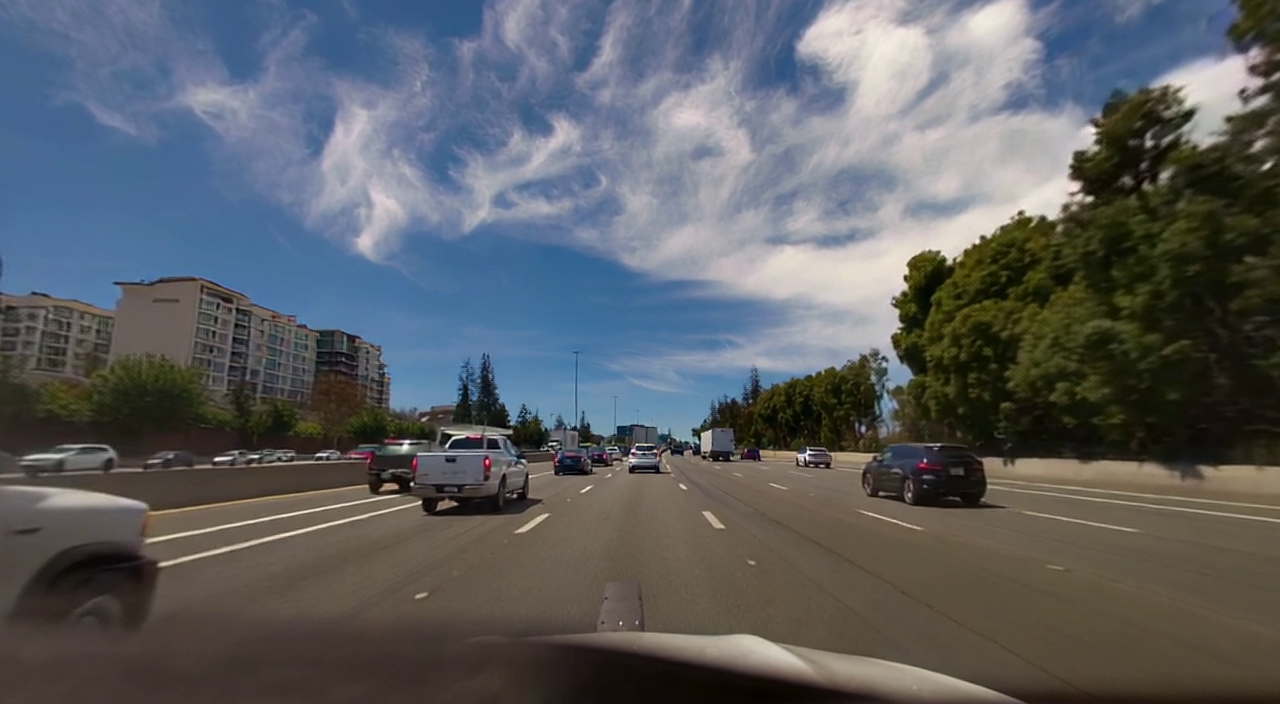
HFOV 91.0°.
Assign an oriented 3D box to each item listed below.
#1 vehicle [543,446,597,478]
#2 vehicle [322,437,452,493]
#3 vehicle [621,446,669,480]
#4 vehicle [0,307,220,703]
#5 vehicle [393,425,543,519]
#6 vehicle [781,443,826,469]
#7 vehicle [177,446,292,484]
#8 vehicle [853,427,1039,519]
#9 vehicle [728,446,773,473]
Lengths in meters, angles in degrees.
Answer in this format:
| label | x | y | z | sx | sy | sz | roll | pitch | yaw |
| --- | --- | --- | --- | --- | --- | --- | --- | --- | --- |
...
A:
| label | x | y | z | sx | sy | sz | roll | pitch | yaw |
| --- | --- | --- | --- | --- | --- | --- | --- | --- | --- |
| vehicle | -3.329 | 5.330 | 30.708 | 2.025 | 1.449 | 4.190 | 0 | -9 | 1 |
| vehicle | -8.914 | 4.039 | 22.911 | 2.322 | 1.743 | 5.624 | 0 | -9 | 1 |
| vehicle | 0.232 | 5.009 | 28.660 | 2.053 | 1.461 | 3.941 | 0 | -9 | 1 |
| vehicle | -3.472 | 0.555 | 1.022 | 2.234 | 1.809 | 4.768 | 0 | -9 | 0 |
| vehicle | -3.555 | 2.586 | 14.030 | 2.012 | 1.734 | 4.510 | 0 | -9 | 1 |
| vehicle | 11.233 | 7.204 | 43.604 | 1.988 | 1.676 | 4.262 | 0 | -9 | 1 |
| vehicle | -17.949 | 4.987 | 28.161 | 1.728 | 1.537 | 4.734 | -1 | -9 | 4 |
| vehicle | 6.614 | 2.659 | 14.302 | 1.992 | 1.745 | 4.329 | 0 | -9 | 0 |
| vehicle | 6.446 | 6.295 | 37.128 | 1.895 | 1.488 | 4.254 | 0 | -9 | 0 |
